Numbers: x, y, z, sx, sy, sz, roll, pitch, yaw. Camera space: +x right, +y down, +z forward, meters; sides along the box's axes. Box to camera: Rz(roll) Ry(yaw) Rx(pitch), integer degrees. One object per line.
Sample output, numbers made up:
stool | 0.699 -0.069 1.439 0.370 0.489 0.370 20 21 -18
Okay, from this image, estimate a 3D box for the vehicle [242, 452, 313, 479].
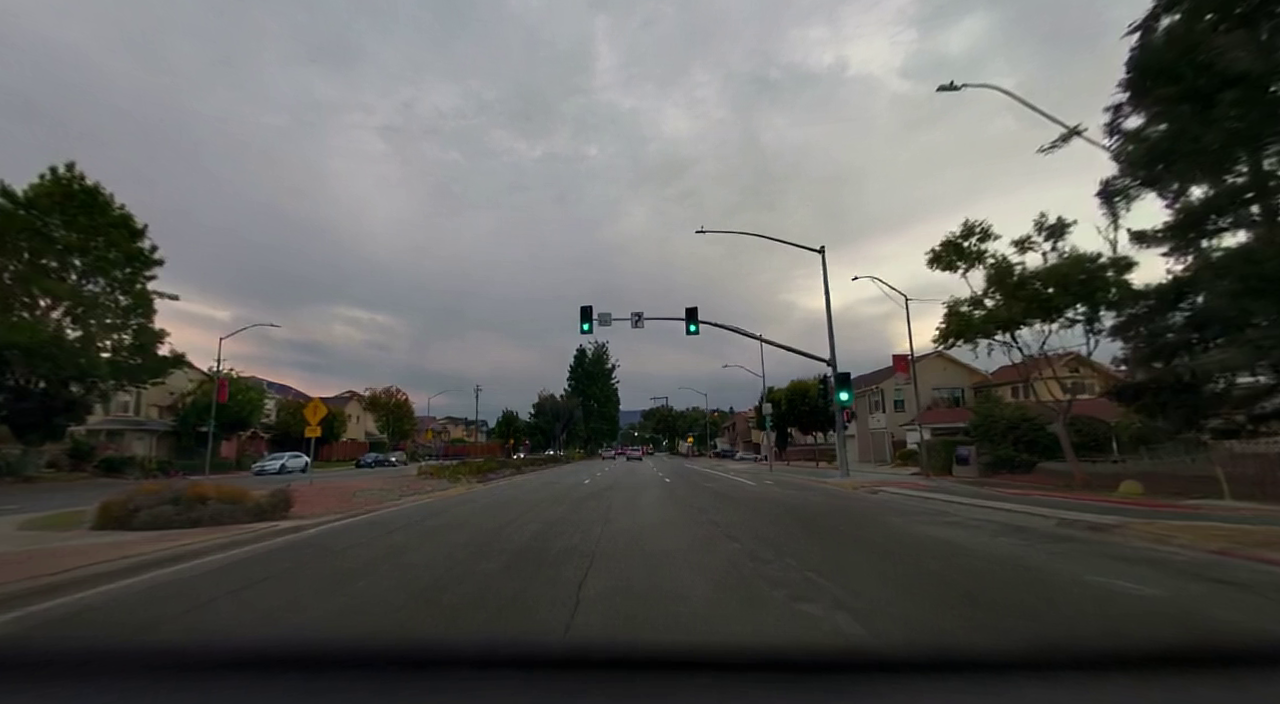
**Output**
vehicle | -25.286 7.932 44.328 1.908 1.719 4.972 0 -9 1
